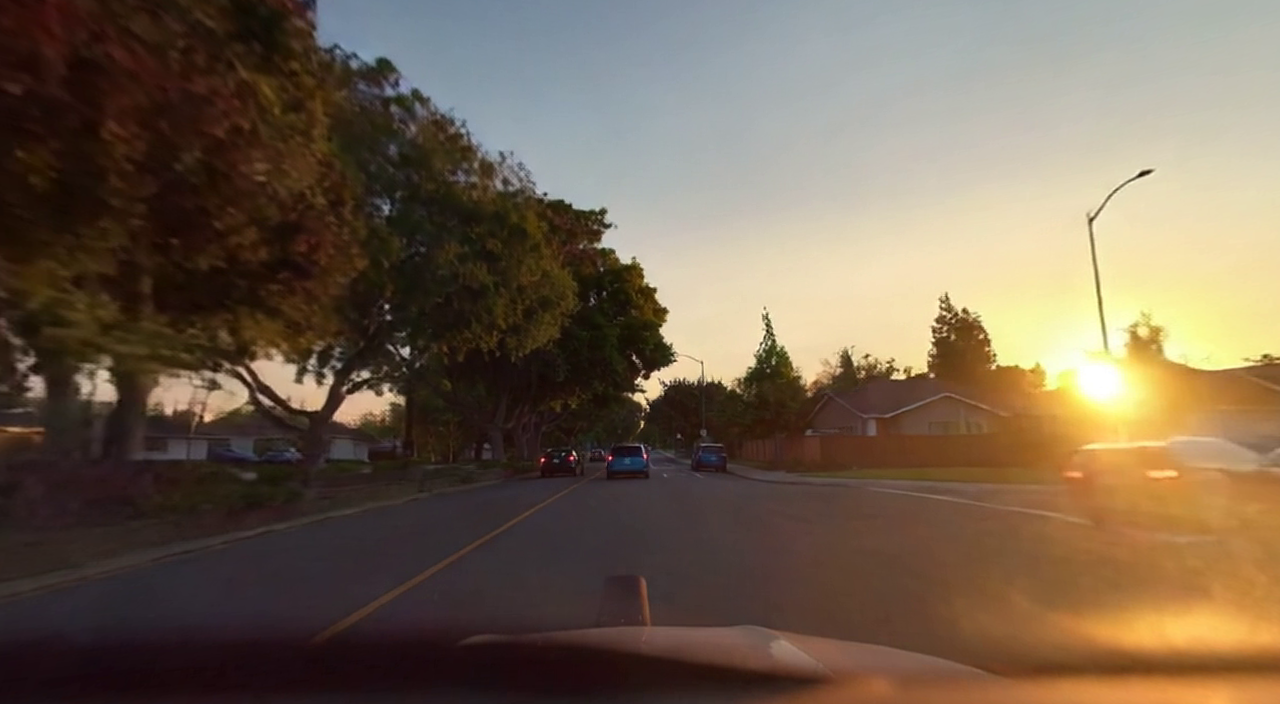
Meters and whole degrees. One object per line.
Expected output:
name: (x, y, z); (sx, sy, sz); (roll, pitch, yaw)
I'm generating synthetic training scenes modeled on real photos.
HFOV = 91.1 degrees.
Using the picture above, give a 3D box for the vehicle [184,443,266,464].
vehicle: (-32.325, 7.905, 48.991); (4.891, 1.538, 2.059); (0, -9, 0)

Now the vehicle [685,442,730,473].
vehicle: (4.040, 6.384, 38.405); (2.332, 1.769, 4.518); (0, -8, 0)

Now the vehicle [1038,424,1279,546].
vehicle: (9.479, 2.175, 10.961); (4.820, 1.677, 2.192); (5, -10, -31)

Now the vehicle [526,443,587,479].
vehicle: (-3.600, 4.785, 27.893); (2.032, 1.433, 4.458); (0, -8, 1)

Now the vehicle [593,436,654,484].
vehicle: (-0.569, 4.258, 25.076); (2.220, 1.742, 4.047); (0, -8, 1)
